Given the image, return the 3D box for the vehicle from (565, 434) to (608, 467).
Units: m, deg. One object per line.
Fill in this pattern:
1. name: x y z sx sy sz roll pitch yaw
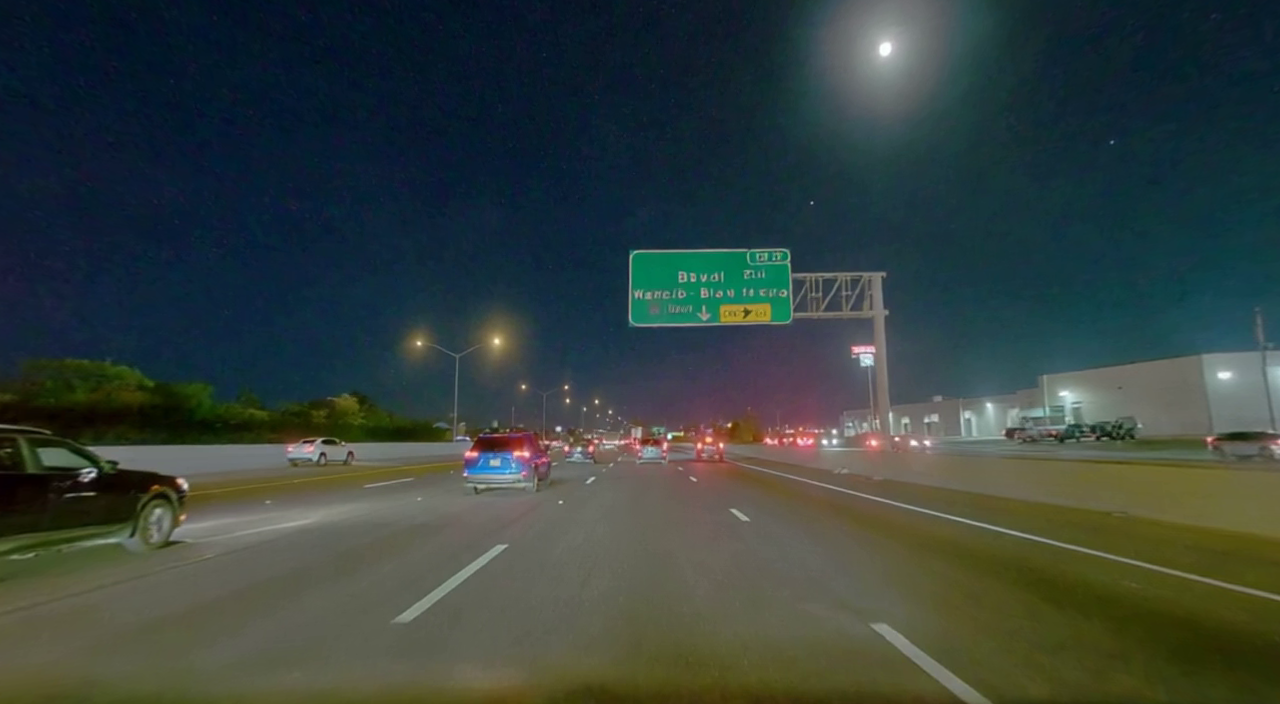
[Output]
1. vehicle: -2.961 5.557 35.847 2.007 1.730 4.412 0 -8 0

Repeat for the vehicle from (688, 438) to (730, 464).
1. vehicle: 4.116 5.994 38.368 1.980 1.492 4.442 0 -8 -1

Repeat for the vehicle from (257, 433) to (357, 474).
1. vehicle: -15.024 4.601 28.766 2.011 1.708 4.556 0 -8 0

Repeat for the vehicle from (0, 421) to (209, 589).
1. vehicle: -6.620 1.476 6.349 1.831 1.486 3.778 0 -8 1

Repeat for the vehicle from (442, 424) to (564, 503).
1. vehicle: -3.204 2.721 15.798 1.961 1.687 4.453 0 -8 1

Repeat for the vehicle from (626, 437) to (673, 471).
1. vehicle: 0.408 4.786 29.717 2.090 1.474 3.970 0 -8 0
